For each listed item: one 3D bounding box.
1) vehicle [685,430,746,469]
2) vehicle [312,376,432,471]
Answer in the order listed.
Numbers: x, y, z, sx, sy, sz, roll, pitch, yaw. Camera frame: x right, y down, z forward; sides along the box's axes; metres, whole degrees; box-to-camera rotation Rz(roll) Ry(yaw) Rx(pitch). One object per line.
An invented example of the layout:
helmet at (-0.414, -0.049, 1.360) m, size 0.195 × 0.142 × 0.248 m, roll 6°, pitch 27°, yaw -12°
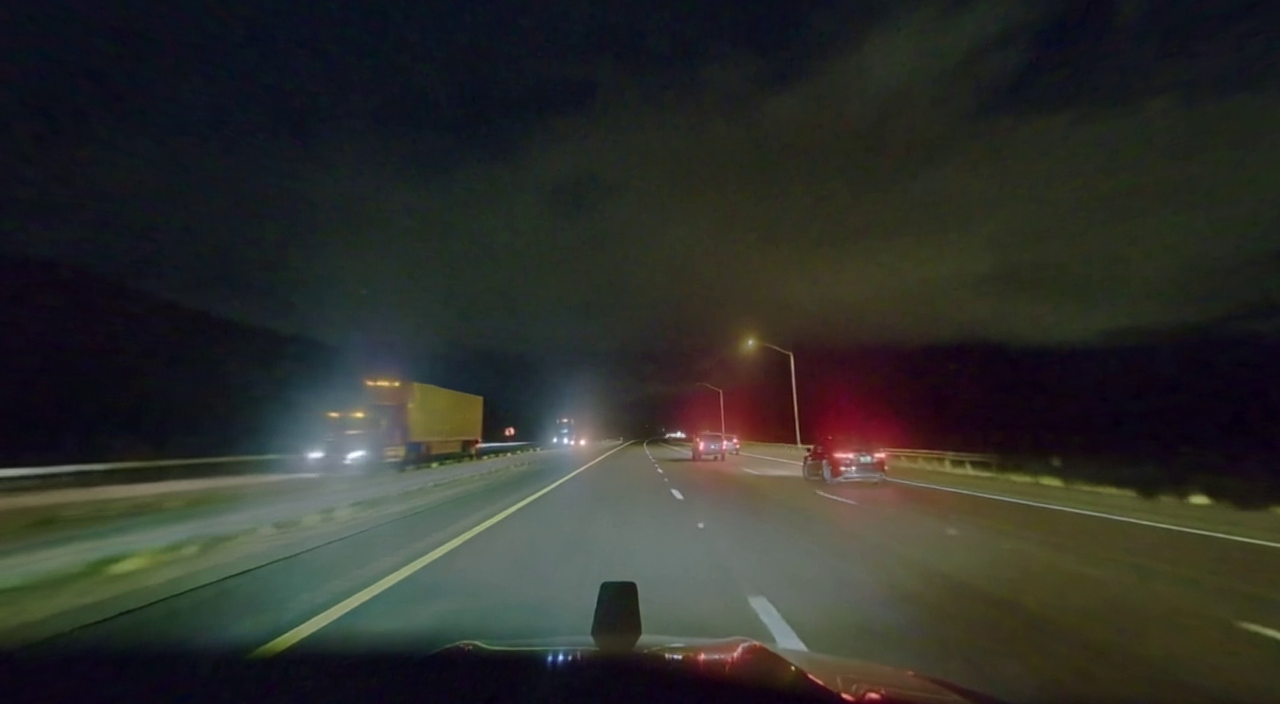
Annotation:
vehicle at (3.192, 4.245, 27.607) m, size 2.084 × 1.583 × 4.420 m, roll 0°, pitch -8°, yaw -1°
vehicle at (-12.652, 3.511, 30.429) m, size 3.009 × 4.091 × 6.327 m, roll 0°, pitch -8°, yaw -1°
